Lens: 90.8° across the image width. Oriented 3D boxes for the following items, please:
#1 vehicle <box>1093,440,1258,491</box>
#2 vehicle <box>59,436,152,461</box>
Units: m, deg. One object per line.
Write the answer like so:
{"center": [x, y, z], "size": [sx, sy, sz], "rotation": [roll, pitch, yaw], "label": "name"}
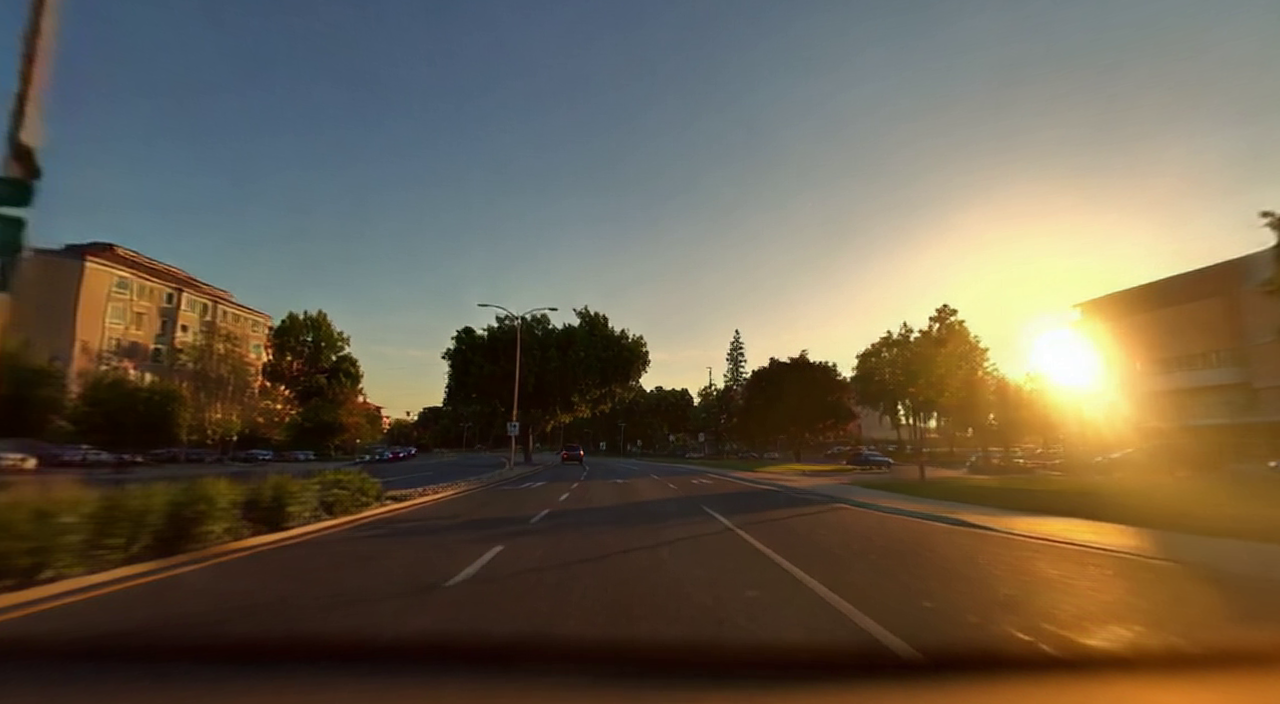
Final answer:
{"center": [31.813, 6.724, 37.923], "size": [2.649, 2.623, 6.928], "rotation": [8, -10, -26], "label": "vehicle"}
{"center": [-41.427, 7.552, 49.092], "size": [4.875, 1.819, 2.218], "rotation": [4, -11, -19], "label": "vehicle"}
